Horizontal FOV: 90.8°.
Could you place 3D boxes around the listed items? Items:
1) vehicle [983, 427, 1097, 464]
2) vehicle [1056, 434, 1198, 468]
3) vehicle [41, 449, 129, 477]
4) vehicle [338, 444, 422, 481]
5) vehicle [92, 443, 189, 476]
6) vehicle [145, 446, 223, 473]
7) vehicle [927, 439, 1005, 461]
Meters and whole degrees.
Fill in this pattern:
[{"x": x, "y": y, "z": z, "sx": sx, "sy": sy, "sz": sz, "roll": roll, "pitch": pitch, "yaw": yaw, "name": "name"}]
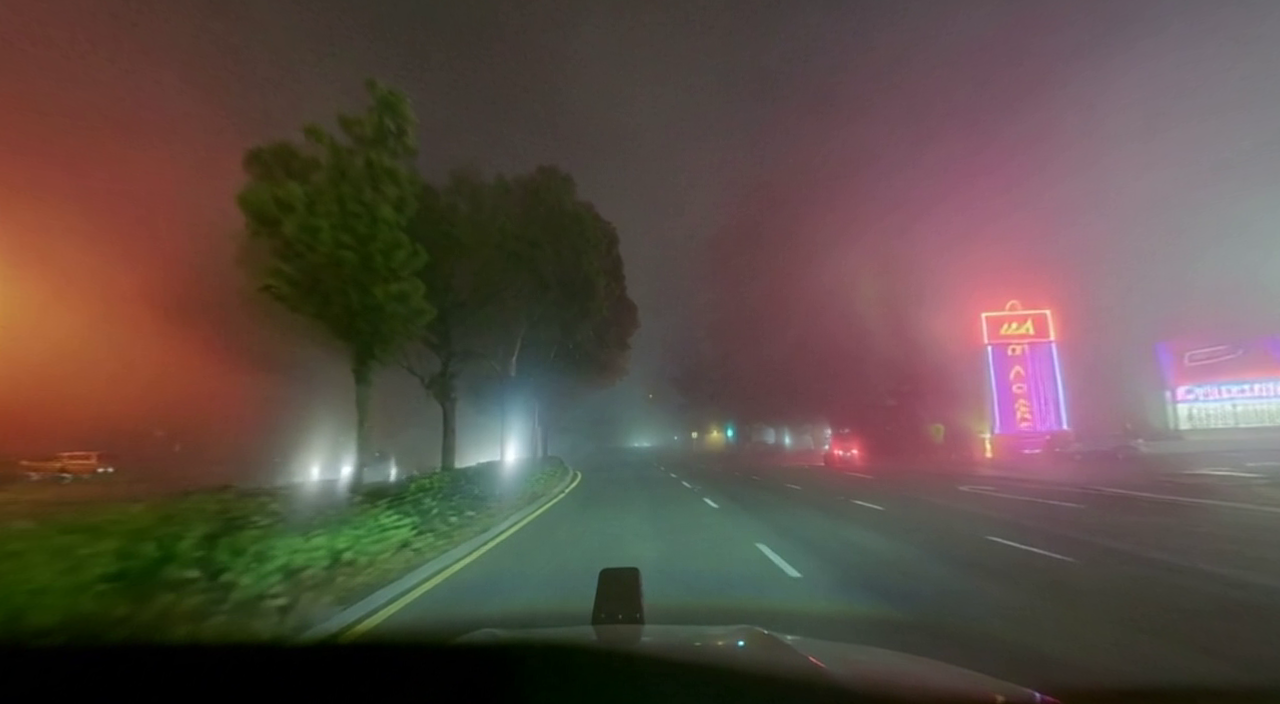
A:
[{"x": 22.681, "y": 5.311, "z": 35.986, "sx": 4.824, "sy": 1.976, "sz": 2.281, "roll": -1, "pitch": -8, "yaw": 2, "name": "vehicle"}, {"x": 22.363, "y": 4.556, "z": 29.159, "sx": 4.724, "sy": 1.471, "sz": 2.203, "roll": 0, "pitch": -8, "yaw": -2, "name": "vehicle"}, {"x": -33.182, "y": 6.625, "z": 37.937, "sx": 1.864, "sy": 1.489, "sz": 3.832, "roll": 0, "pitch": -8, "yaw": -3, "name": "vehicle"}, {"x": -11.763, "y": 4.992, "z": 28.940, "sx": 1.937, "sy": 1.508, "sz": 4.650, "roll": 0, "pitch": -8, "yaw": -1, "name": "vehicle"}, {"x": -30.271, "y": 6.494, "z": 38.514, "sx": 2.037, "sy": 1.724, "sz": 4.785, "roll": -3, "pitch": -8, "yaw": -1, "name": "vehicle"}, {"x": -27.764, "y": 6.545, "z": 38.646, "sx": 1.811, "sy": 1.482, "sz": 3.982, "roll": 0, "pitch": -8, "yaw": -1, "name": "vehicle"}, {"x": 22.402, "y": 6.743, "z": 43.531, "sx": 4.389, "sy": 1.429, "sz": 1.804, "roll": 0, "pitch": -8, "yaw": -1, "name": "vehicle"}]
